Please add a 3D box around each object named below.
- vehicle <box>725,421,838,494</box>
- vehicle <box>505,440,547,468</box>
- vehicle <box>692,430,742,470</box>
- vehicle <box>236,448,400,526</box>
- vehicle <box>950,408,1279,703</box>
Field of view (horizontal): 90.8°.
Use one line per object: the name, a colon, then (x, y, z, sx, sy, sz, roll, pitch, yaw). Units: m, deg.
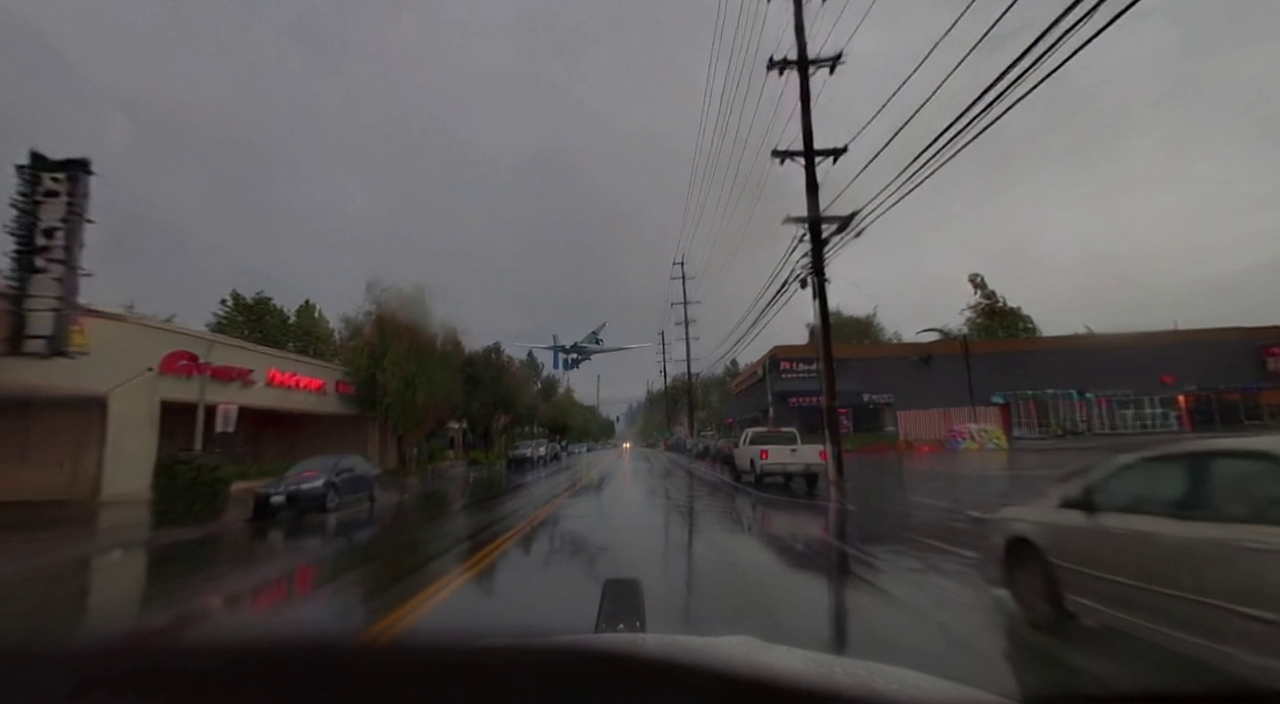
vehicle: (4.035, 3.108, 18.988, 2.080, 1.893, 4.699, 0, -8, -3)
vehicle: (-7.823, 6.996, 43.649, 1.992, 1.676, 4.429, -4, -8, 0)
vehicle: (3.961, 5.129, 33.317, 2.011, 1.902, 4.763, -1, -8, 0)
vehicle: (-7.758, 3.224, 15.764, 1.872, 1.455, 4.350, -4, -8, -1)
vehicle: (3.667, 1.047, 3.032, 1.990, 1.521, 4.693, -1, -8, 0)
